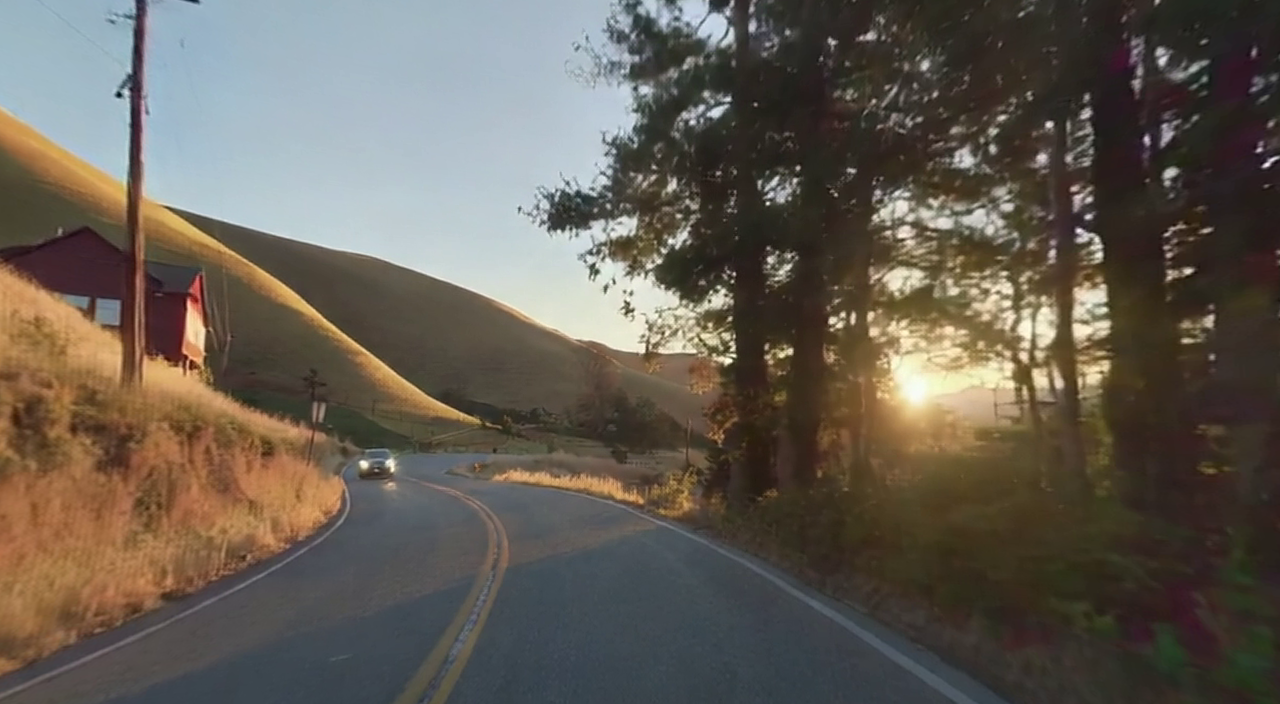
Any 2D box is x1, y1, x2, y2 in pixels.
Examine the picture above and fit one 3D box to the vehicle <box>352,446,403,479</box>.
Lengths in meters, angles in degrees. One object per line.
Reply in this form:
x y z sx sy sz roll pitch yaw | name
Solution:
-12.979 5.385 31.093 2.063 1.485 3.997 4 -9 -25 | vehicle
